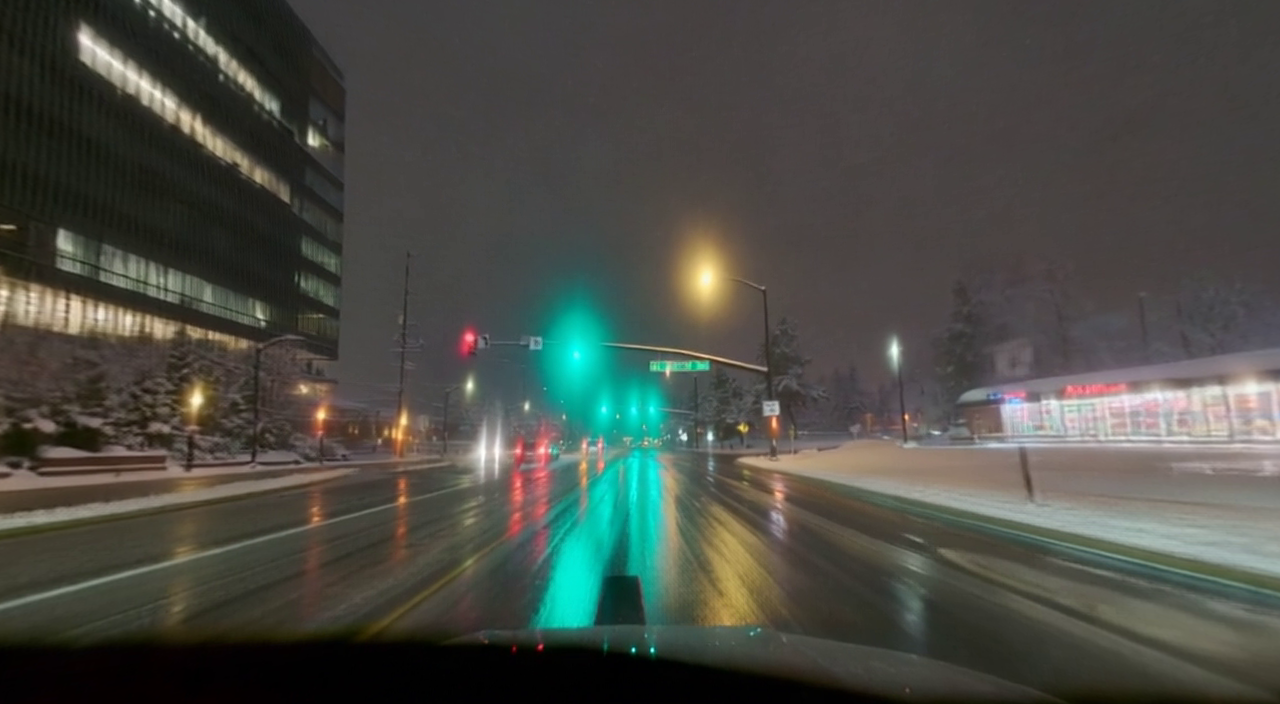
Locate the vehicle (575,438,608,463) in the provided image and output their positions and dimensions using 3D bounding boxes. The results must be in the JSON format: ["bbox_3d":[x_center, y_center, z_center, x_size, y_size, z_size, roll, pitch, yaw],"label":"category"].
[{"bbox_3d":[-3.543,7.288,46.666,2.052,1.729,4.195,0,-9,0],"label":"vehicle"}]

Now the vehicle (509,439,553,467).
[{"bbox_3d":[-6.766,6.303,39.656,1.909,1.605,4.561,0,-9,1],"label":"vehicle"}]
